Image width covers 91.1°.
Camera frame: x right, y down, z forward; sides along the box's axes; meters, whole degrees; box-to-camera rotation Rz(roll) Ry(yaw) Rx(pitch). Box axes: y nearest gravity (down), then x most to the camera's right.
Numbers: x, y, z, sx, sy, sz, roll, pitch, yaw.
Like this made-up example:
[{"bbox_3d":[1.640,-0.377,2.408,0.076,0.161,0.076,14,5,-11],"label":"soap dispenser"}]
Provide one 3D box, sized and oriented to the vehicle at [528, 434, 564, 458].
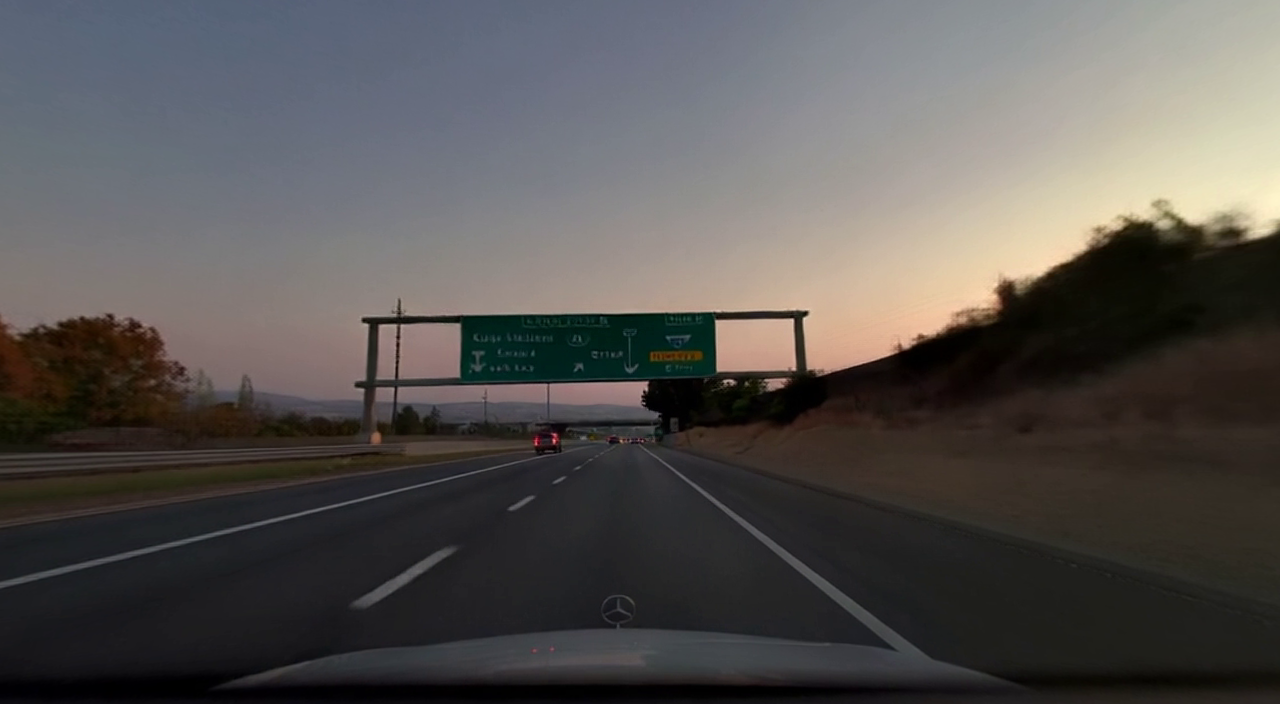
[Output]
[{"bbox_3d":[-7.095,7.128,47.853,2.111,1.662,4.630,0,-8,-1],"label":"vehicle"}]
